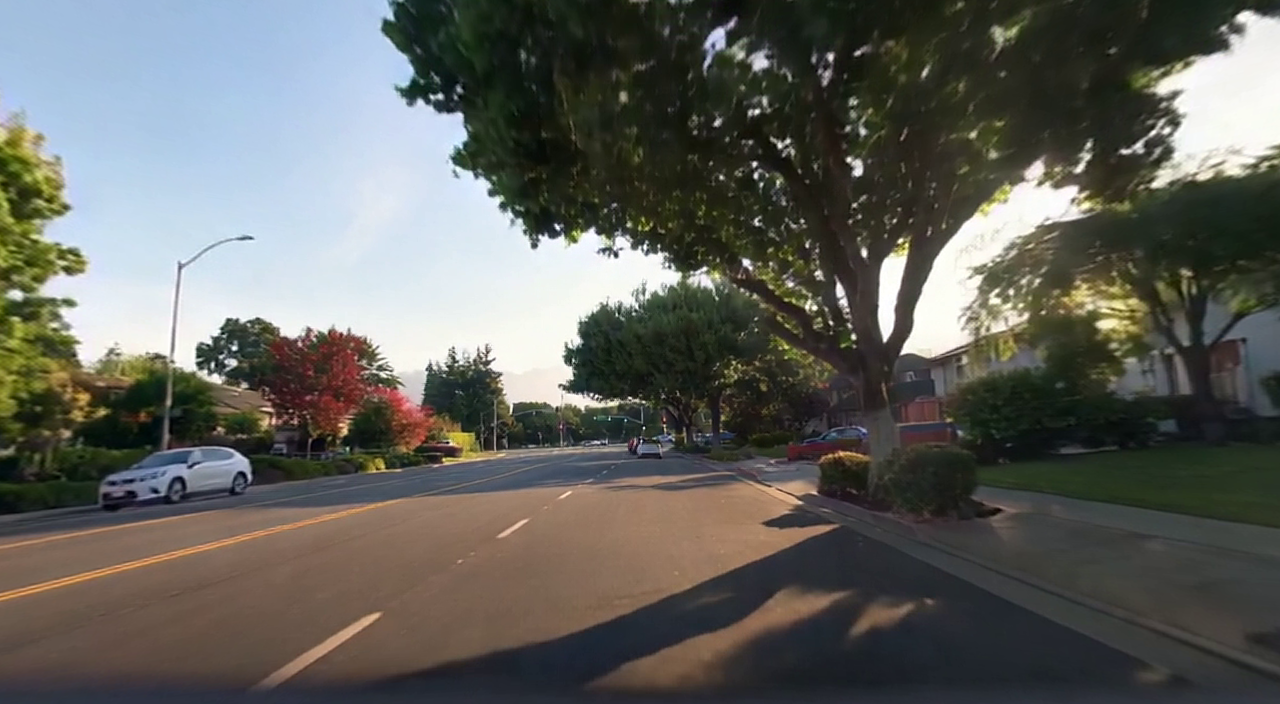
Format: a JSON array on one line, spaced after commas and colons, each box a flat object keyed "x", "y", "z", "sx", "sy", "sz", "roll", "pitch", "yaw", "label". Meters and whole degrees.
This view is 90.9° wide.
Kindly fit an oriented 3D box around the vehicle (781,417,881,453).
[{"x": 10.450, "y": 4.597, "z": 34.754, "sx": 4.746, "sy": 1.485, "sz": 1.916, "roll": -5, "pitch": -8, "yaw": 0, "label": "vehicle"}]

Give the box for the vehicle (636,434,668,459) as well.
[{"x": 0.838, "y": 6.473, "z": 43.223, "sx": 2.088, "sy": 1.607, "sz": 3.903, "roll": 0, "pitch": -8, "yaw": 2, "label": "vehicle"}]

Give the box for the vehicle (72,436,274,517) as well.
[{"x": -14.090, "y": 3.698, "z": 19.600, "sx": 2.337, "sy": 1.850, "sz": 5.448, "roll": -4, "pitch": -6, "yaw": -2, "label": "vehicle"}]

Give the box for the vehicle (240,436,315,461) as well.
[{"x": -28.209, "y": 7.469, "z": 49.070, "sx": 5.100, "sy": 1.864, "sz": 2.490, "roll": -4, "pitch": -9, "yaw": 25, "label": "vehicle"}]
